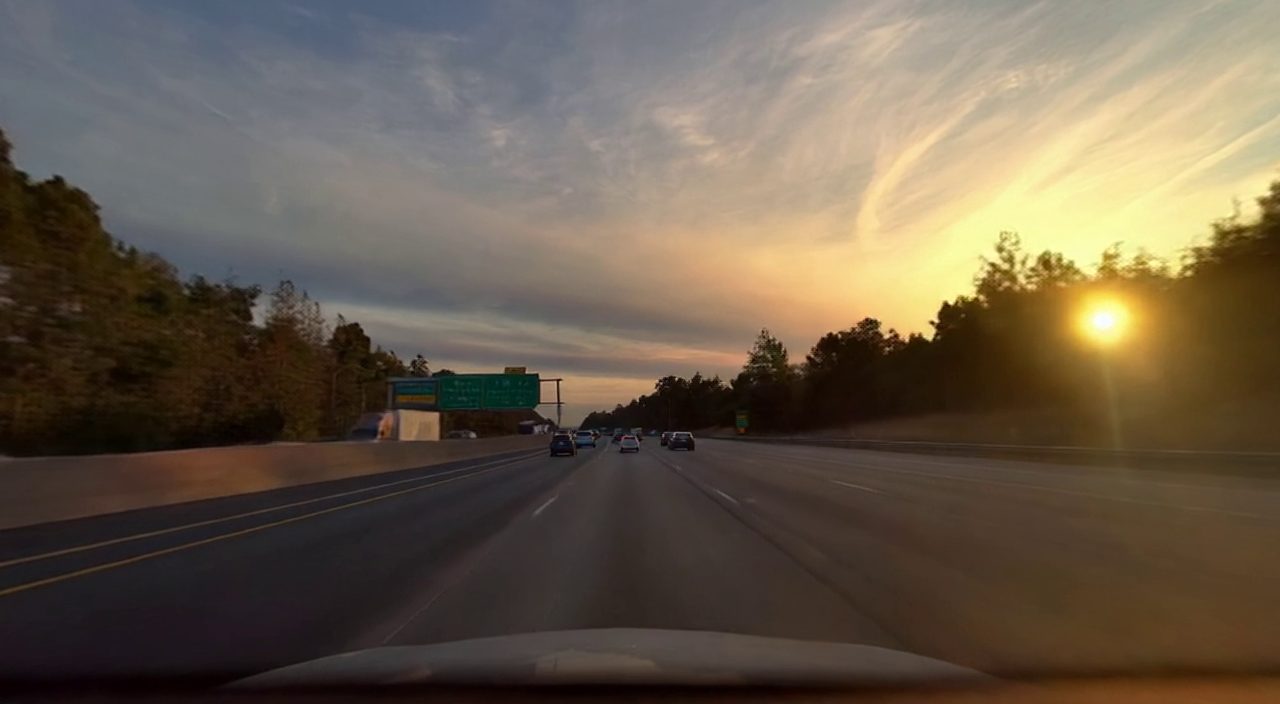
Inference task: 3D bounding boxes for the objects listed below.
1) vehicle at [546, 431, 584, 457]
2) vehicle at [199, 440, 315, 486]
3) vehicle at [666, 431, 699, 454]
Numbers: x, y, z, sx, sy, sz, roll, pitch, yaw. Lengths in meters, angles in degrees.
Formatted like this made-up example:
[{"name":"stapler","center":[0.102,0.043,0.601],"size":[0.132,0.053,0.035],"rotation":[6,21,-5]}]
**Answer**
[{"name":"vehicle","center":[-4.939,6.123,41.901],"size":[2.119,1.629,3.946],"rotation":[0,-8,-1]},{"name":"vehicle","center":[-14.016,4.042,23.311],"size":[1.782,1.513,4.033],"rotation":[0,-8,-1]},{"name":"vehicle","center":[3.191,6.864,47.944],"size":[2.066,1.673,4.225],"rotation":[0,-8,-2]}]
